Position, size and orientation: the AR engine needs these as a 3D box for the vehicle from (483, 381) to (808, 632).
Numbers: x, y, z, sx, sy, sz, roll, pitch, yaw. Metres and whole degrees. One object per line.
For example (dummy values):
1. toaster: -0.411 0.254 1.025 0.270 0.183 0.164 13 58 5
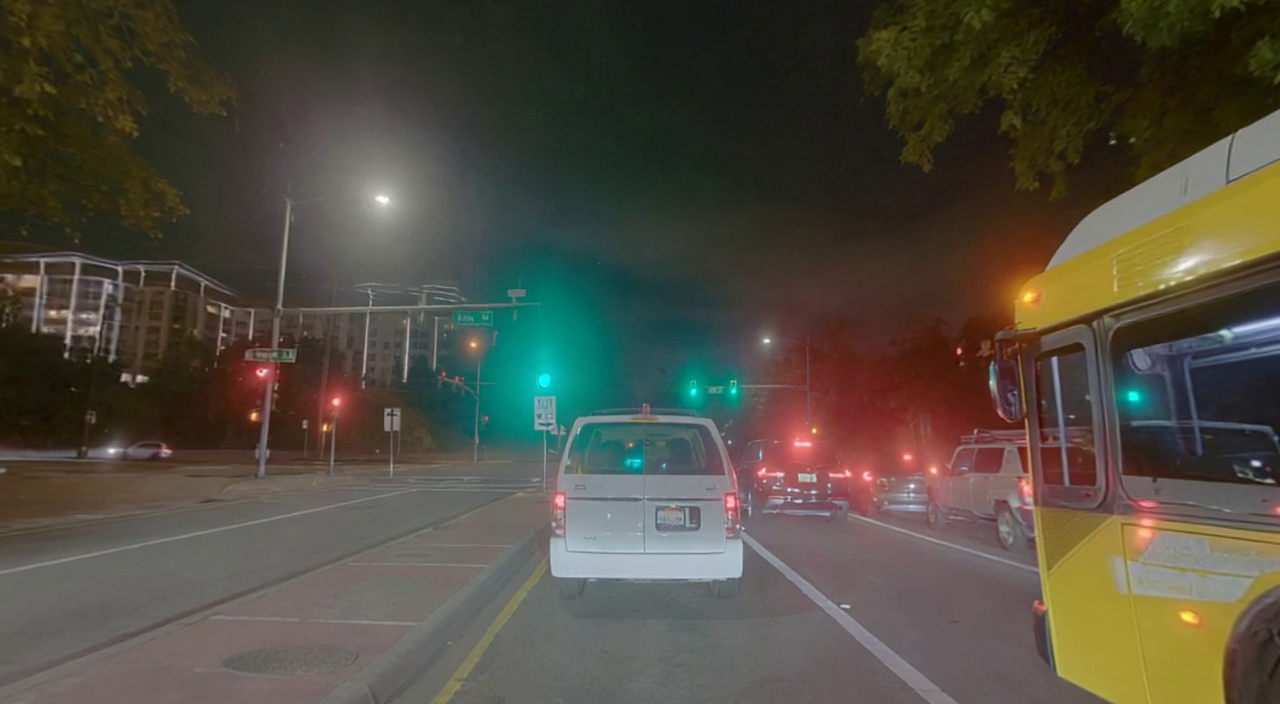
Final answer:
1. vehicle: 0.013 1.474 7.008 2.381 1.842 4.603 0 -8 -1

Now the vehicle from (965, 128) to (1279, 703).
1. vehicle: 2.614 0.317 0.427 2.037 2.065 5.037 0 -8 0

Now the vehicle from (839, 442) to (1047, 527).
1. vehicle: 5.980 2.638 13.225 1.987 1.457 4.675 0 -8 -1
